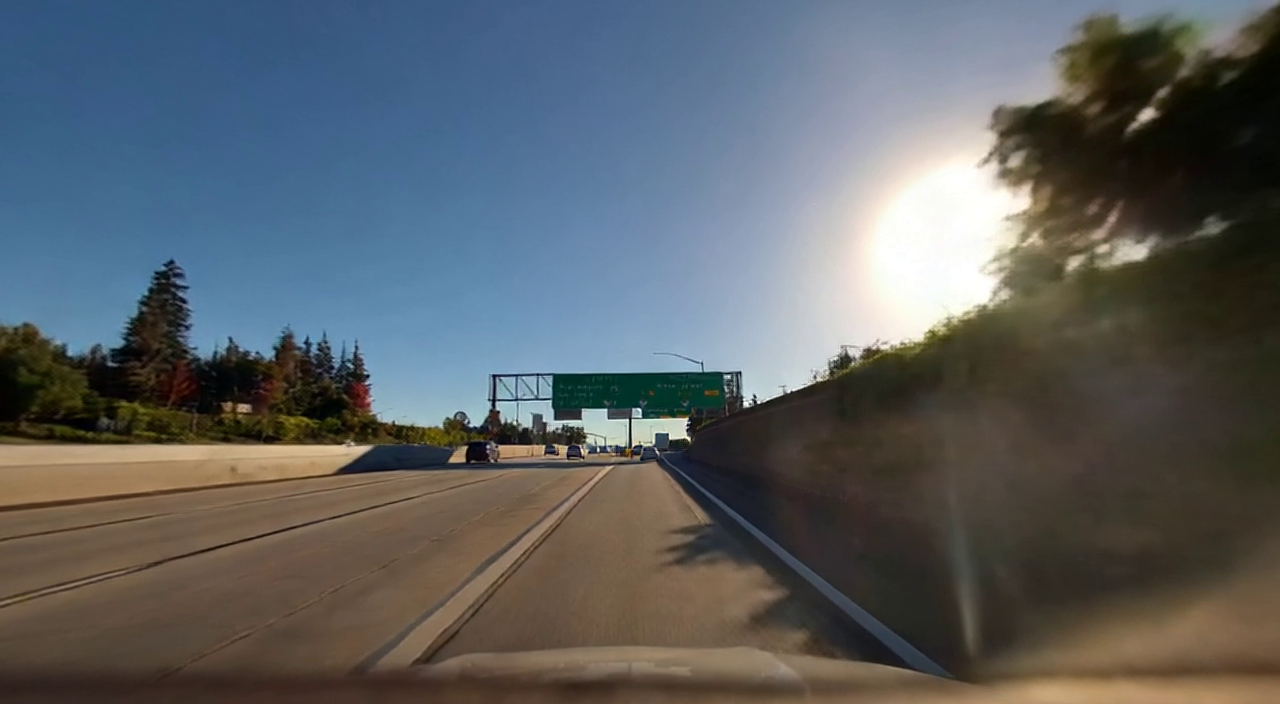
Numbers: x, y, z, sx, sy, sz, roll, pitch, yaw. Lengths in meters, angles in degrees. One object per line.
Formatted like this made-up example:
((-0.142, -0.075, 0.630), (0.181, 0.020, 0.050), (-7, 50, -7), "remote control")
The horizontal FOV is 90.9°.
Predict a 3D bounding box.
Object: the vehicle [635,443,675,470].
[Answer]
((0.838, 6.029, 36.578), (2.137, 1.461, 3.999), (-1, -8, 1), "vehicle")

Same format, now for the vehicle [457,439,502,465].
((-12.138, 7.571, 48.037), (2.246, 1.812, 4.740), (0, -8, -1), "vehicle")
